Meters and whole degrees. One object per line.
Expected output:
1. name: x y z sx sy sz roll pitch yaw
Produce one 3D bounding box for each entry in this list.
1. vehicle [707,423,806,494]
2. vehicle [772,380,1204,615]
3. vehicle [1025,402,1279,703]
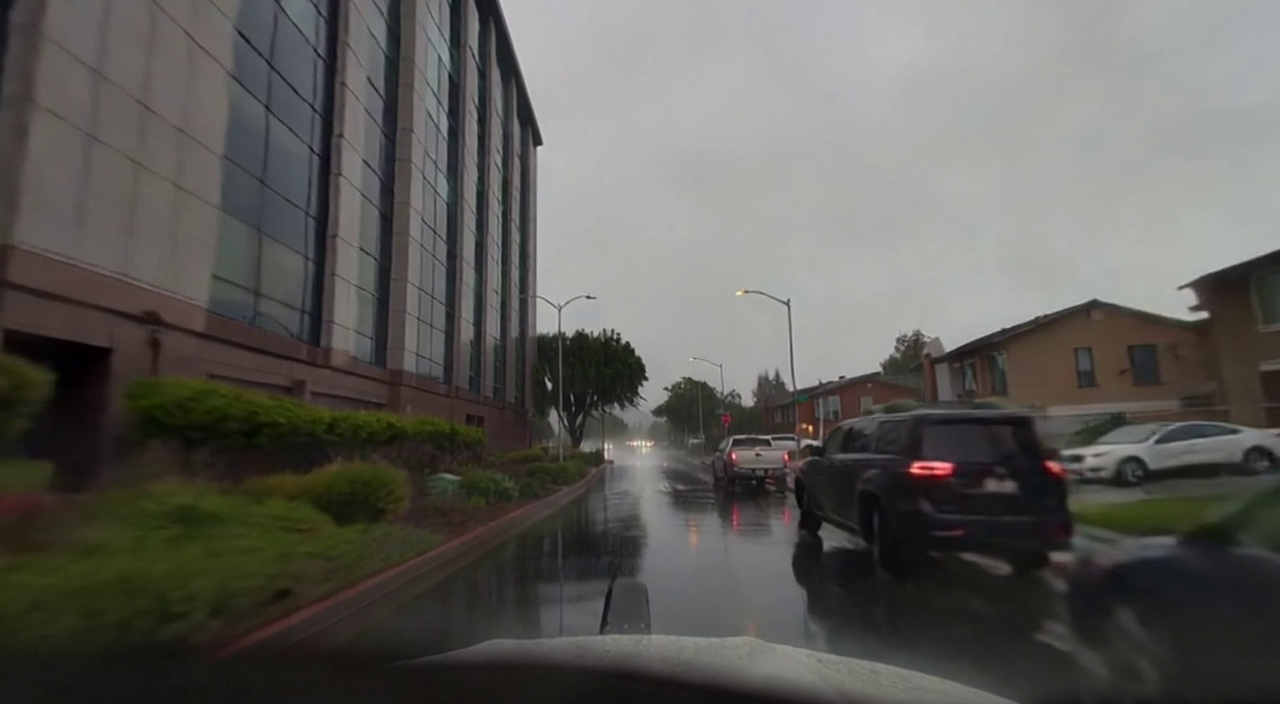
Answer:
1. vehicle: 3.266 3.113 18.687 2.067 1.846 4.384 0 -8 0
2. vehicle: 3.162 1.458 7.266 2.150 1.770 4.801 0 -9 -1
3. vehicle: 3.185 0.793 1.503 1.848 1.442 4.425 0 -8 2
